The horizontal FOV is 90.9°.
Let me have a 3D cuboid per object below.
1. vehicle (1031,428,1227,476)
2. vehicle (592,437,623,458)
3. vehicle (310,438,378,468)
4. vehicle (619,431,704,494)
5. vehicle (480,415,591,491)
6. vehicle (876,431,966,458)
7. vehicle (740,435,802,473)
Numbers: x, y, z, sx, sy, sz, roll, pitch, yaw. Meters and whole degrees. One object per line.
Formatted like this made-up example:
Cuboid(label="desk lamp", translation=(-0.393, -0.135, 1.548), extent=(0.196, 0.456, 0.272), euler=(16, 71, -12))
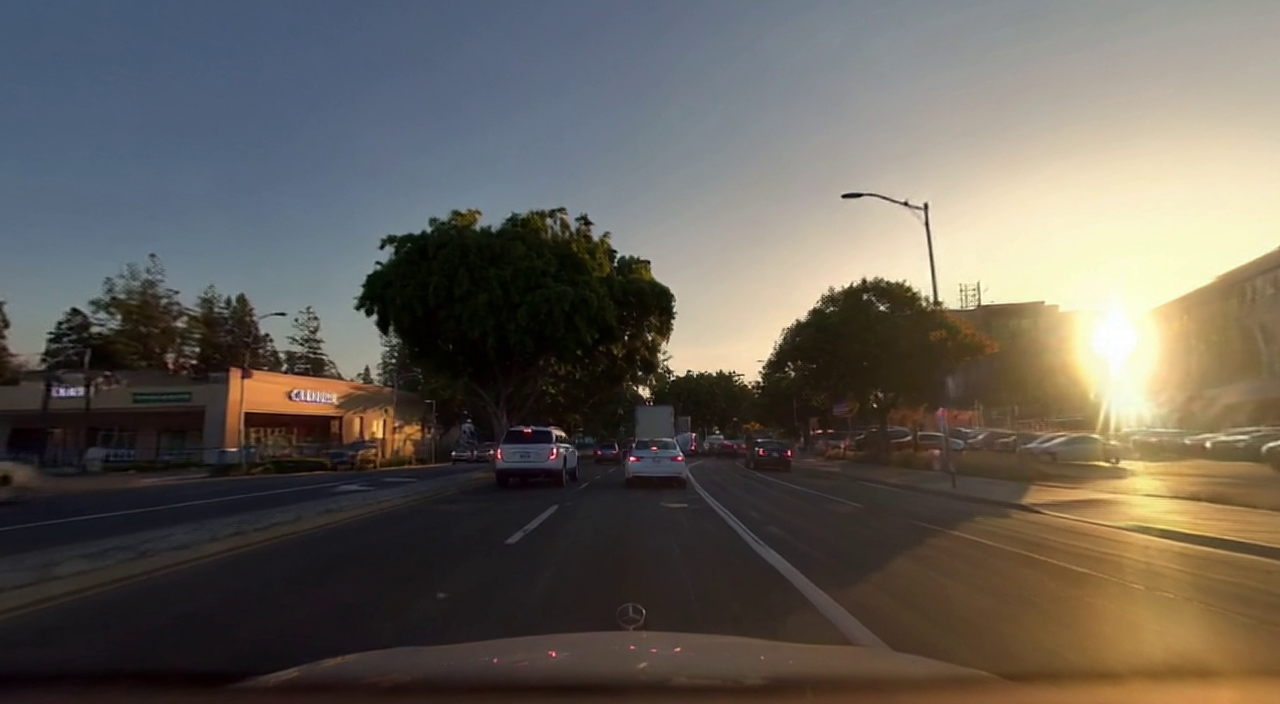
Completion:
Cuboid(label="vehicle", translation=(15.555, 3.197, 20.250), extent=(4.756, 1.422, 1.831), euler=(0, -8, 0))
Cuboid(label="vehicle", translation=(-2.373, 7.057, 46.576), extent=(1.902, 1.522, 3.523), euler=(-1, -8, 3))
Cuboid(label="vehicle", translation=(-18.782, 6.408, 40.238), extent=(2.141, 1.820, 4.690), euler=(0, -8, -1))
Cuboid(label="vehicle", translation=(0.540, 2.985, 17.358), extent=(2.061, 1.494, 4.079), euler=(0, -8, 1))
Cuboid(label="vehicle", translation=(-2.906, 2.980, 18.903), extent=(2.289, 1.935, 5.227), euler=(0, -8, 2))
Cuboid(label="vehicle", translation=(16.332, 5.382, 36.757), extent=(4.323, 1.496, 1.937), euler=(0, -8, 0))
Cuboid(label="vehicle", translation=(5.653, 4.444, 27.719), extent=(1.900, 1.507, 4.151), euler=(0, -8, 1))
